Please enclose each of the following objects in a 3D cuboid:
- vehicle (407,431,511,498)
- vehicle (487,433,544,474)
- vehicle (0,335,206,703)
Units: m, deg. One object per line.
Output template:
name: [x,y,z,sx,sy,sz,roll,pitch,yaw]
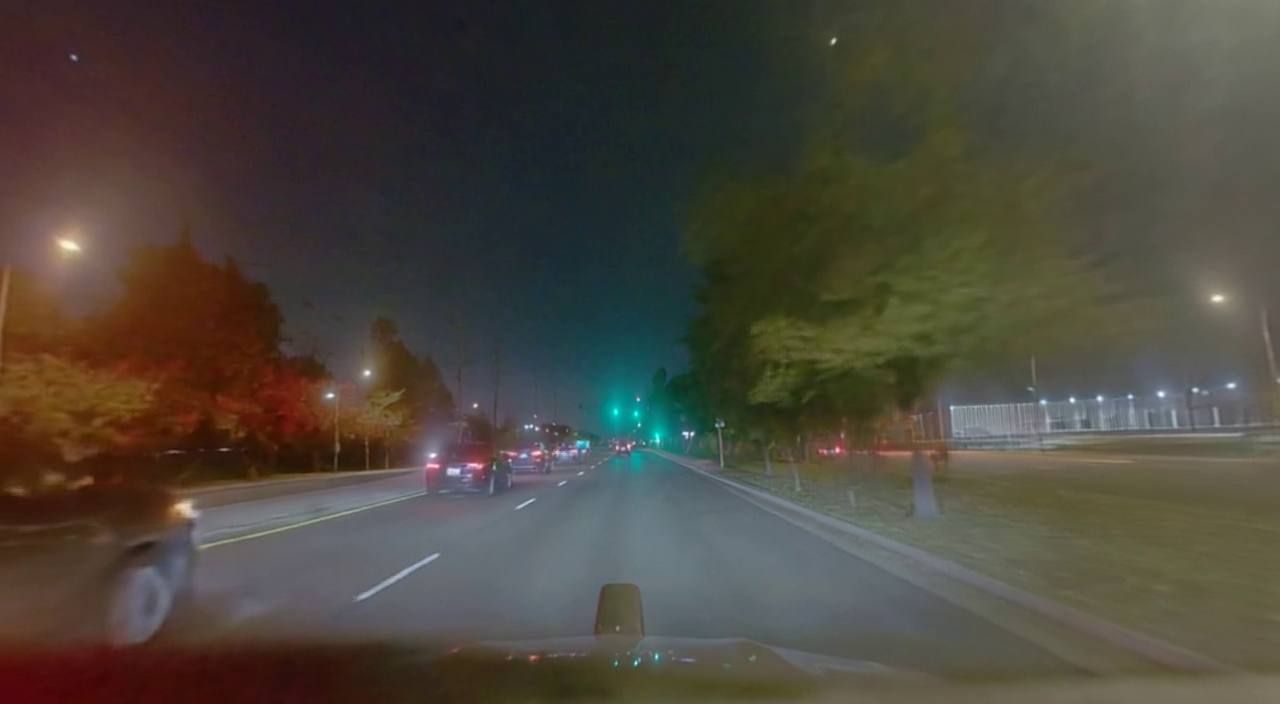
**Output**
vehicle: [-5.083,3.221,18.399,2.041,1.698,4.094,0,-9,-4]
vehicle: [-6.097,5.033,31.530,2.337,1.862,4.924,1,-9,-6]
vehicle: [-3.910,0.692,1.805,2.189,1.807,4.467,0,-9,-1]
